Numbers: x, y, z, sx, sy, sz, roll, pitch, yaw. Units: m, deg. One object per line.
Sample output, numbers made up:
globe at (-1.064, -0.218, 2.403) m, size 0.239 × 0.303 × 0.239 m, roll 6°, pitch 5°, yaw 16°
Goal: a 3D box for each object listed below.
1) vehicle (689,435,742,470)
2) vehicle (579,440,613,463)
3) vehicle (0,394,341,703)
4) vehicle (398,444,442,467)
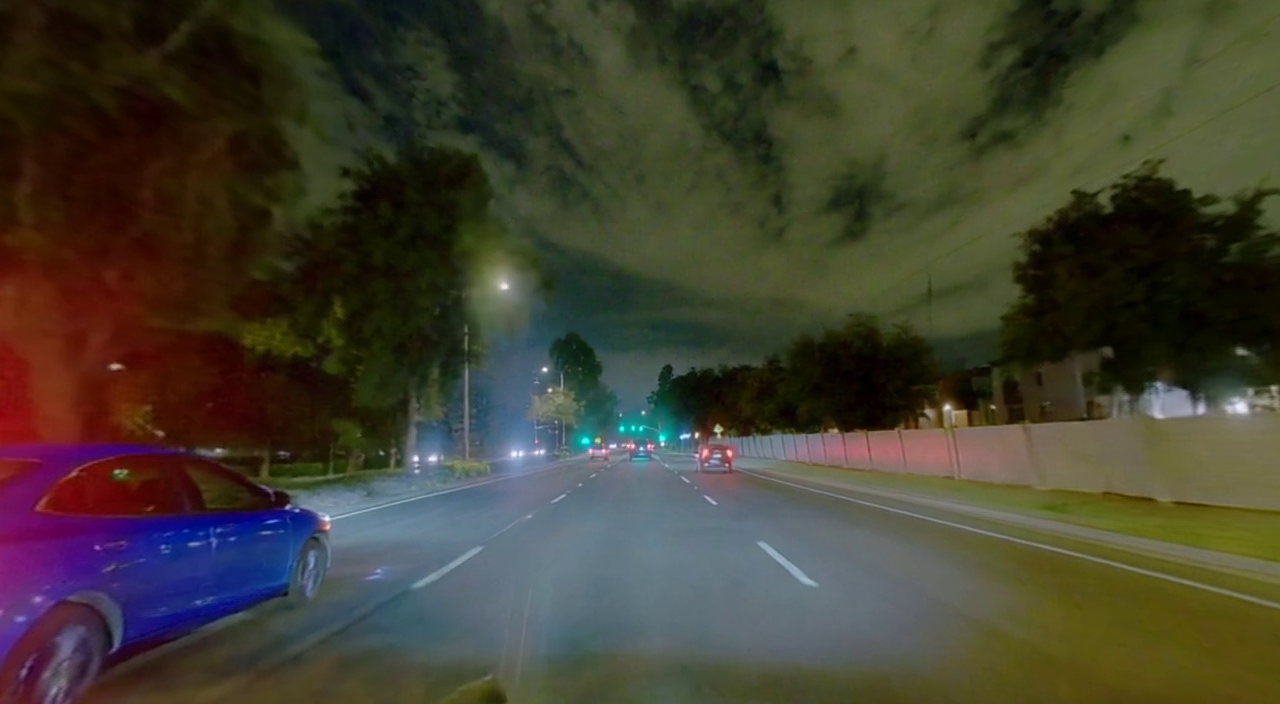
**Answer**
vehicle at (3.805, 5.163, 32.506) m, size 2.182 × 1.688 × 4.187 m, roll 0°, pitch -8°, yaw -1°
vehicle at (-2.963, 6.804, 43.311) m, size 1.940 × 1.473 × 4.133 m, roll 0°, pitch -8°, yaw 1°
vehicle at (-3.604, 0.963, 2.739) m, size 2.091 × 1.503 × 4.989 m, roll 0°, pitch -8°, yaw 1°
vehicle at (-17.142, 8.050, 49.266) m, size 1.872 × 1.703 × 4.388 m, roll 0°, pitch -8°, yaw 0°
